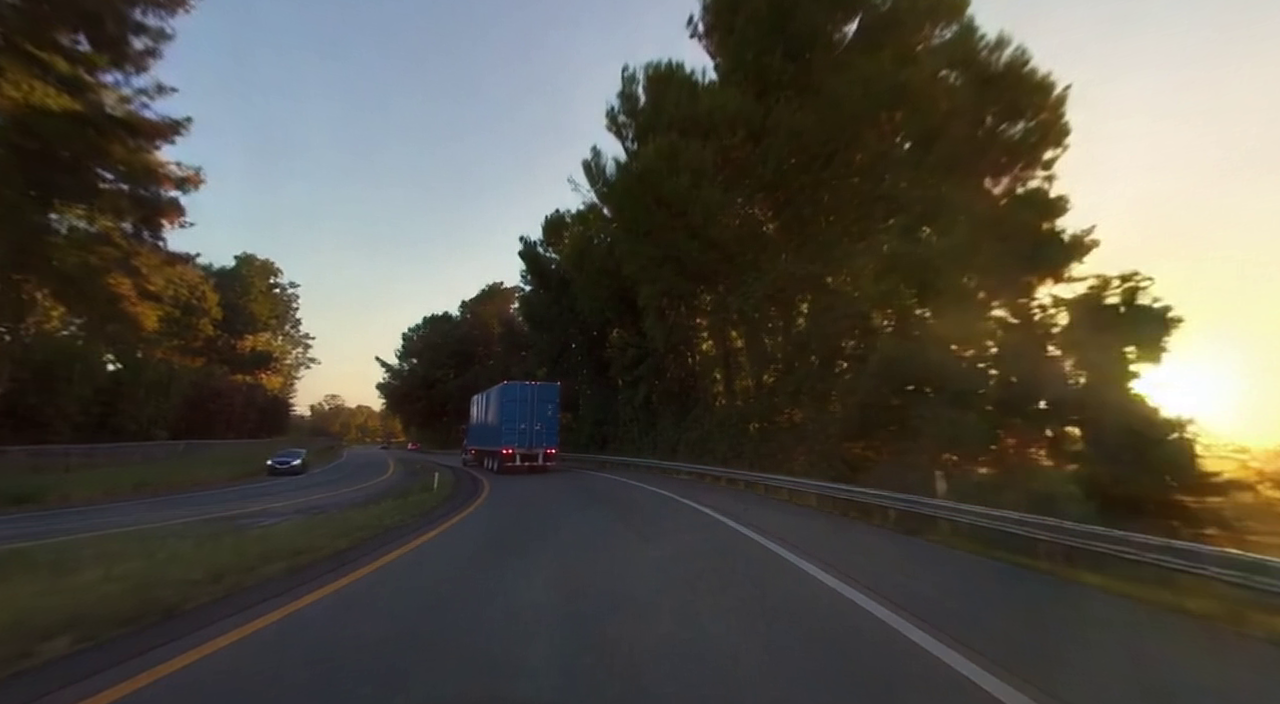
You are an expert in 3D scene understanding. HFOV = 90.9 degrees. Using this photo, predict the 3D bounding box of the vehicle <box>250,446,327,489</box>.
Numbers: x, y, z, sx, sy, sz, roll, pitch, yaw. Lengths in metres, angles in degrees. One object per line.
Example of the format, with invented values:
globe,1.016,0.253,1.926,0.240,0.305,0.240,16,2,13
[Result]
vehicle,-13.740,4.486,24.875,1.988,1.493,4.333,3,-9,-21

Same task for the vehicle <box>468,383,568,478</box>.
vehicle,-7.145,4.406,34.576,3.087,4.178,13.682,2,-8,-21
